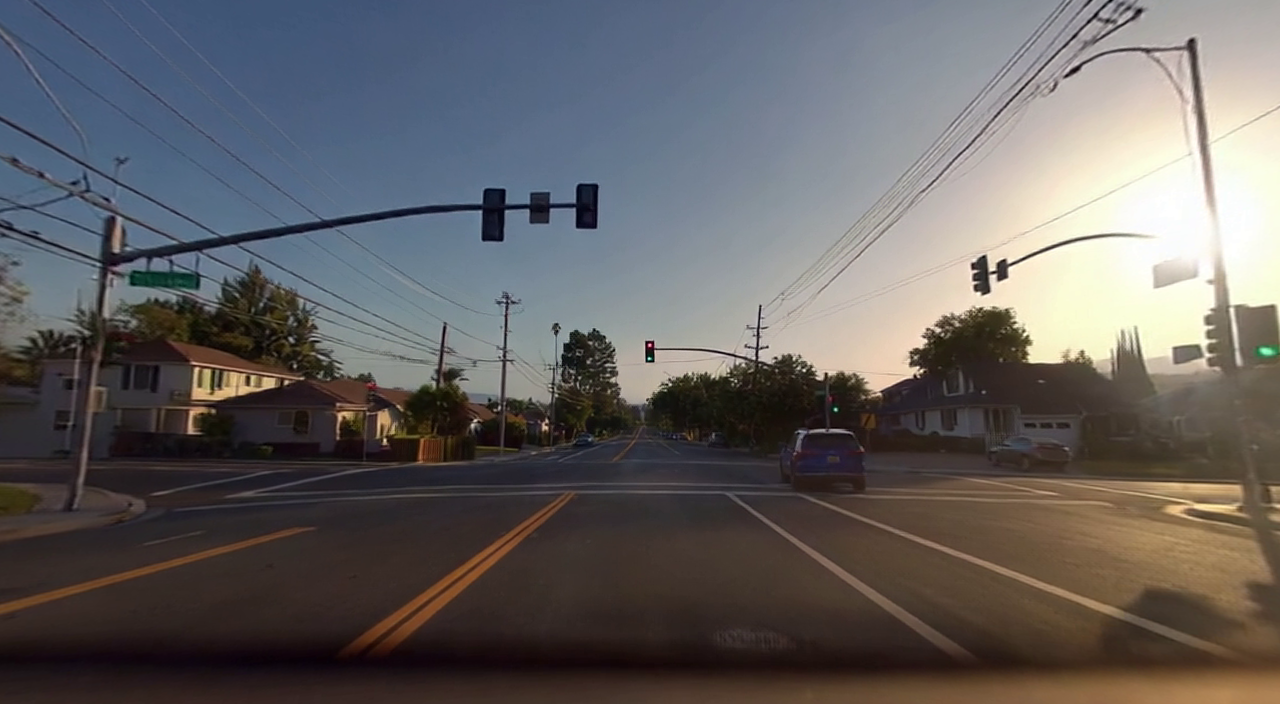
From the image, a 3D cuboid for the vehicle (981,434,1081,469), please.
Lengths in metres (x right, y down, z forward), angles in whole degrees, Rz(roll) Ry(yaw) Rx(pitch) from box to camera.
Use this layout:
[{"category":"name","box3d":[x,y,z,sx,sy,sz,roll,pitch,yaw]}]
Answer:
[{"category":"vehicle","box3d":[22.917,5.833,37.207,2.030,1.927,4.853,2,-9,-14]}]
